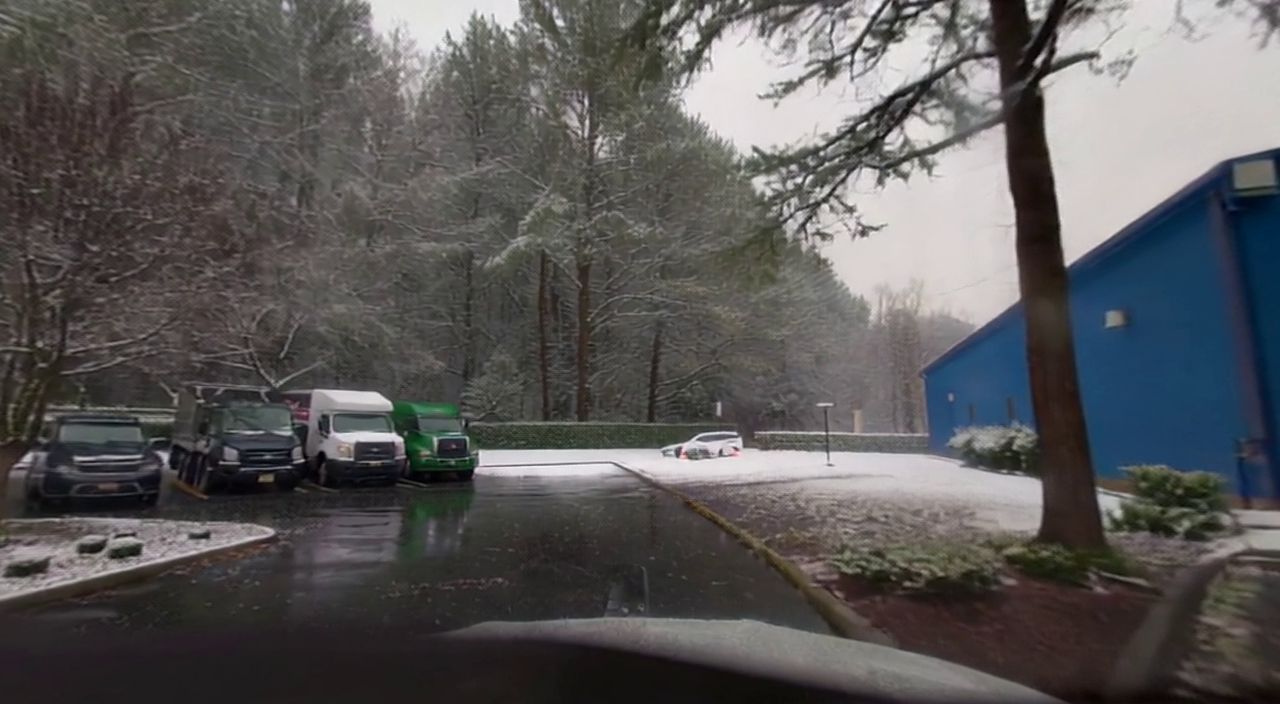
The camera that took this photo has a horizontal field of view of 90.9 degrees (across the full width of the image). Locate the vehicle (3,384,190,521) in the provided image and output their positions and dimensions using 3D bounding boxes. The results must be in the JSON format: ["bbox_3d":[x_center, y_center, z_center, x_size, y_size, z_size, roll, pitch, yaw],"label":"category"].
[{"bbox_3d":[-15.395,2.783,17.606,7.819,3.007,2.674,-8,-12,41],"label":"vehicle"}]

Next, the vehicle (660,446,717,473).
[{"bbox_3d":[2.988,6.503,38.248,1.809,1.506,3.473,-7,-11,37],"label":"vehicle"}]

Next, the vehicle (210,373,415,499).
[{"bbox_3d":[-13.628,3.487,25.443,11.906,4.069,2.948,-8,-12,41],"label":"vehicle"}]

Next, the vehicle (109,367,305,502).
[{"bbox_3d":[-16.235,3.124,23.064,11.512,3.871,3.038,-8,-12,42],"label":"vehicle"}]
